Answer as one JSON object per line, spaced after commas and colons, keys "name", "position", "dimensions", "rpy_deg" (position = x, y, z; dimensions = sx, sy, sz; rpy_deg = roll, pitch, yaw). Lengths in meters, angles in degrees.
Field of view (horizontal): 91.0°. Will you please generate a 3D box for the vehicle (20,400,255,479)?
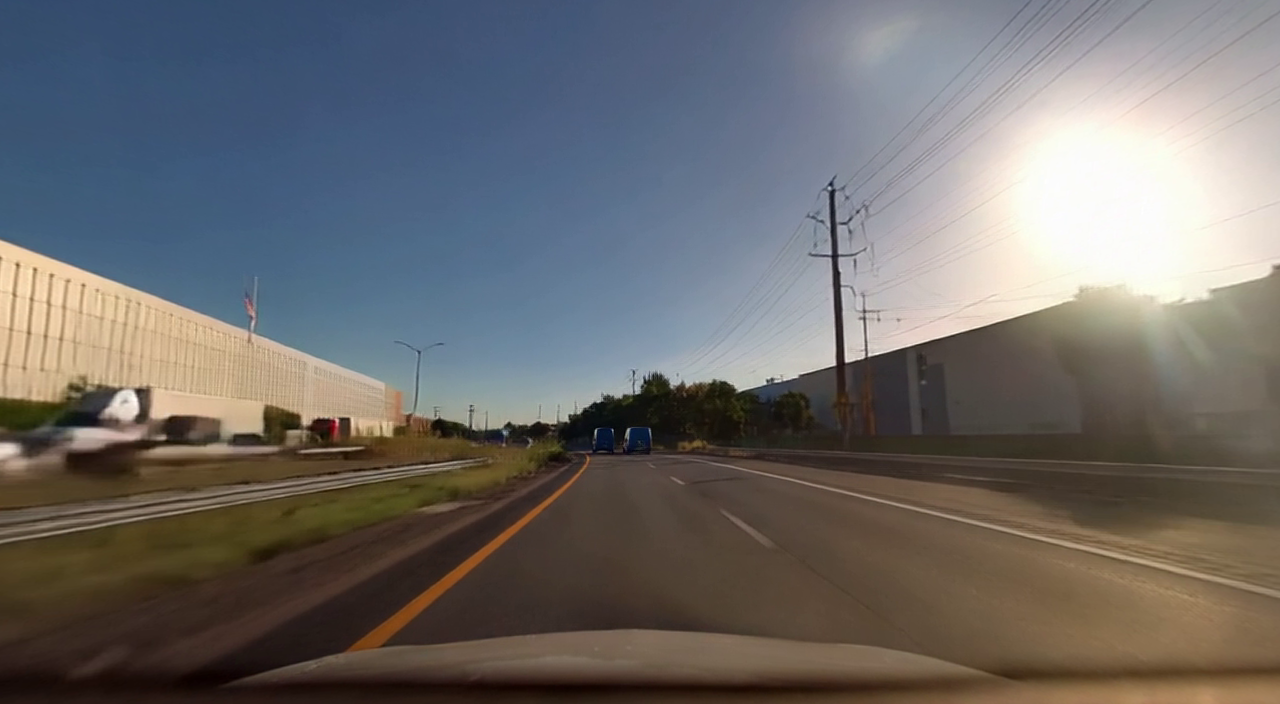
{"name": "vehicle", "position": [-11.508, 2.074, 14.946], "dimensions": [2.009, 1.574, 4.419], "rpy_deg": [0, -8, -2]}
